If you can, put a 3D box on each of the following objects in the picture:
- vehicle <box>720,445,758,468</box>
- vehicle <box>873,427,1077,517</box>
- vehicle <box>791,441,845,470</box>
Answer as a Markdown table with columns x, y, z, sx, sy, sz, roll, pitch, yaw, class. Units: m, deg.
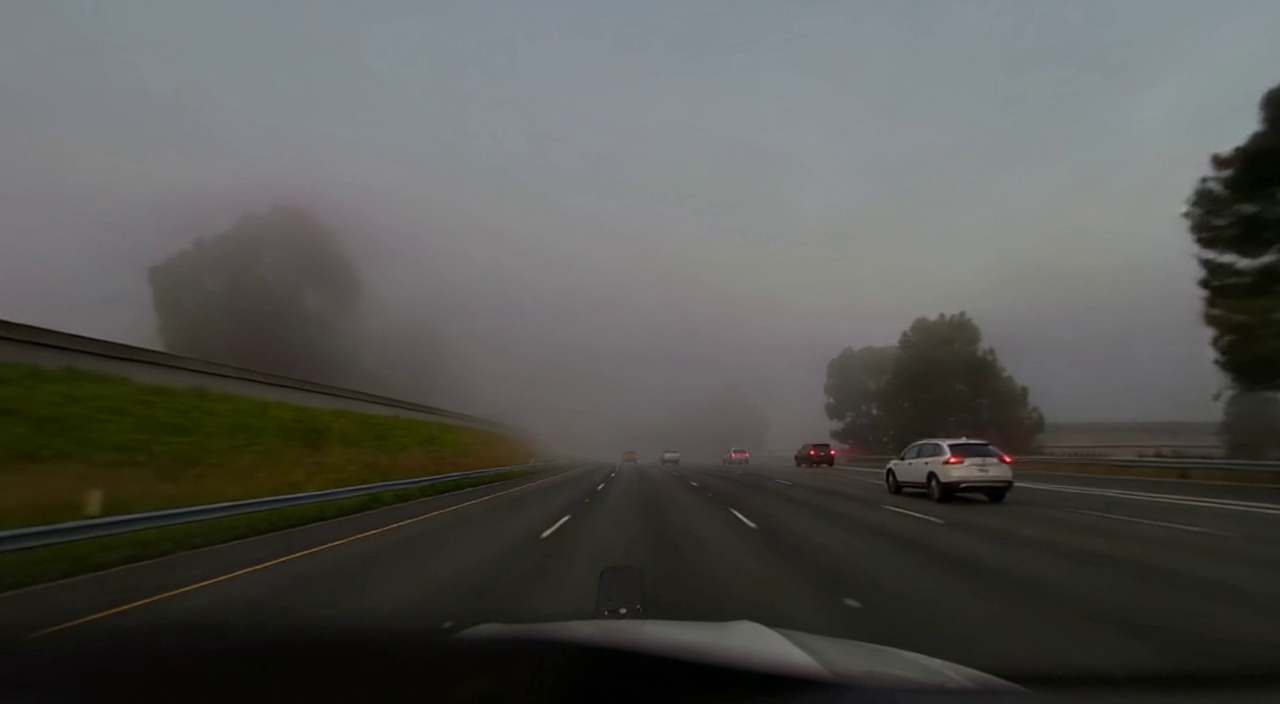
| x | y | z | sx | sy | sz | roll | pitch | yaw | class |
| --- | --- | --- | --- | --- | --- | --- | --- | --- | --- |
| 6.771 | 7.159 | 43.367 | 1.940 | 1.482 | 3.644 | 1 | -8 | -2 | vehicle |
| 7.286 | 2.636 | 14.381 | 2.048 | 1.697 | 4.689 | 0 | -8 | 0 | vehicle |
| 10.759 | 6.234 | 38.167 | 1.986 | 1.644 | 4.126 | 1 | -8 | -1 | vehicle |
